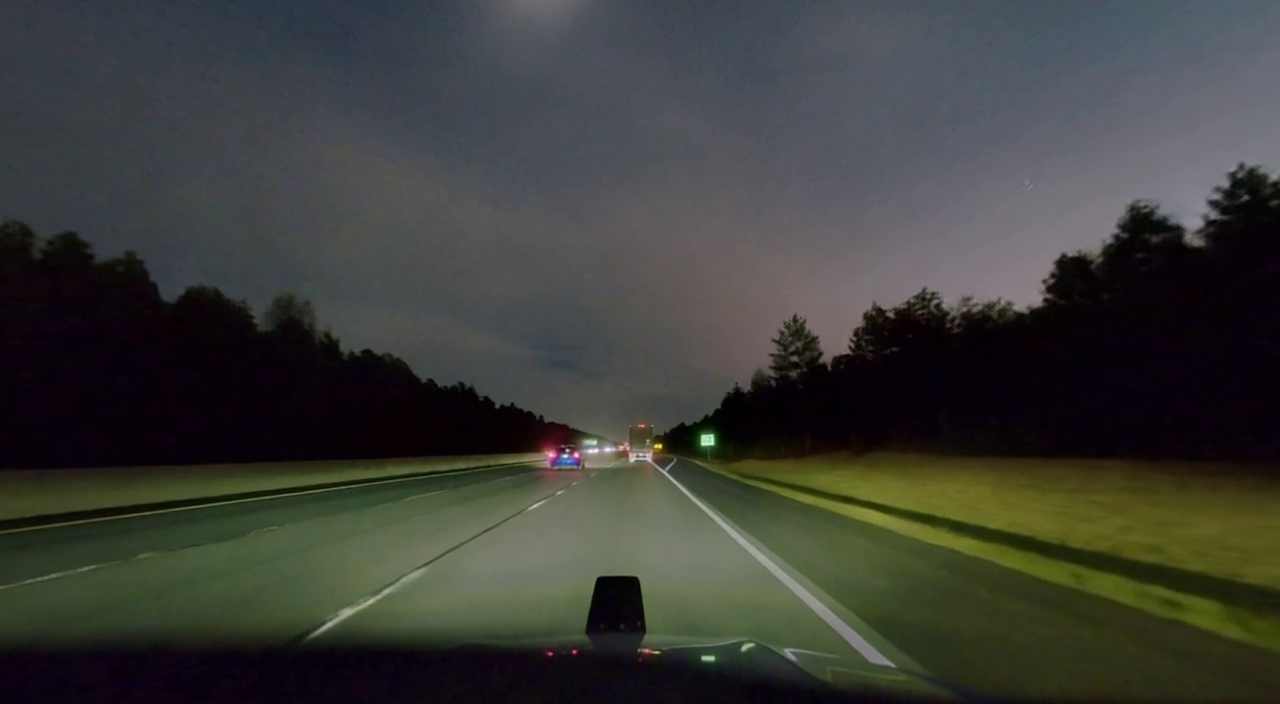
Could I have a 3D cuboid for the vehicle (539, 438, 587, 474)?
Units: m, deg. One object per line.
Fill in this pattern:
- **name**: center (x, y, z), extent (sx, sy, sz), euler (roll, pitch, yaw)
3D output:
- **vehicle**: center (-4.329, 5.985, 36.462), extent (2.124, 1.888, 5.226), euler (0, -9, 0)
